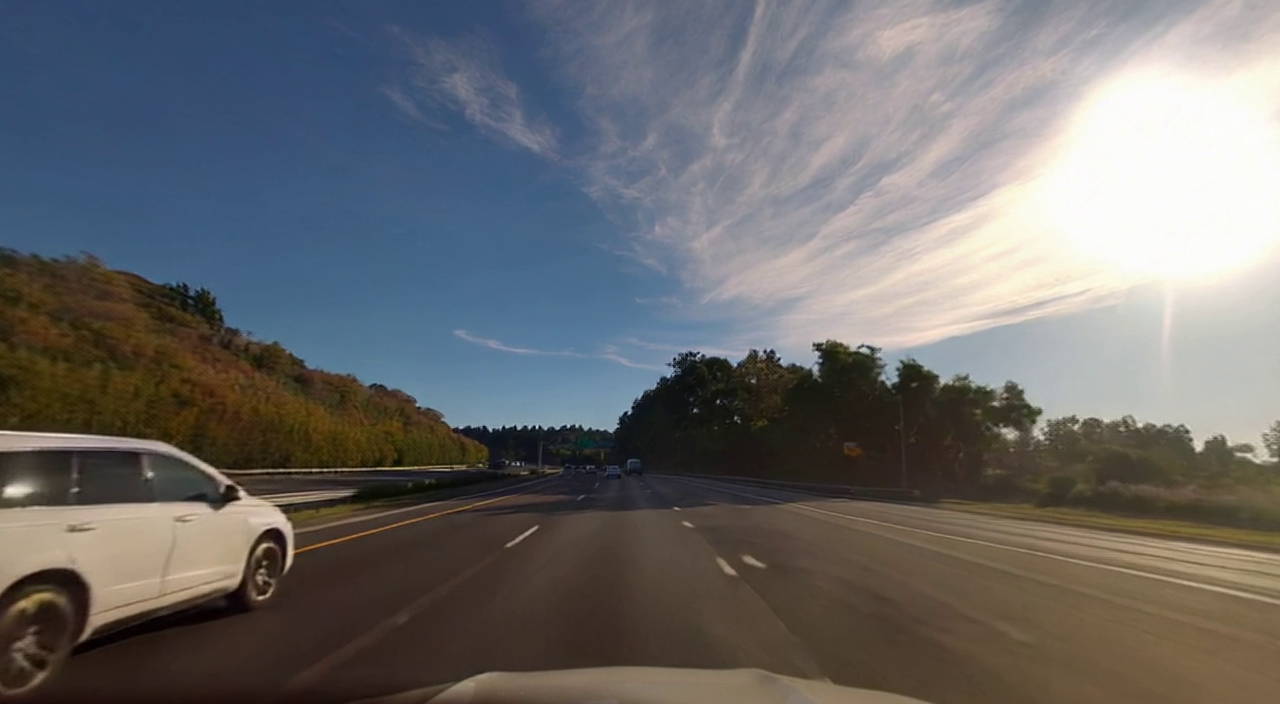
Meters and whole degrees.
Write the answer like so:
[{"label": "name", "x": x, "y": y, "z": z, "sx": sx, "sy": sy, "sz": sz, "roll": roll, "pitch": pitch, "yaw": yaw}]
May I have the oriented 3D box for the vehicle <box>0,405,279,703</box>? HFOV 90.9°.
[{"label": "vehicle", "x": -4.279, "y": 1.174, "z": 3.787, "sx": 2.025, "sy": 1.584, "sz": 3.657, "roll": 1, "pitch": -10, "yaw": -1}]
